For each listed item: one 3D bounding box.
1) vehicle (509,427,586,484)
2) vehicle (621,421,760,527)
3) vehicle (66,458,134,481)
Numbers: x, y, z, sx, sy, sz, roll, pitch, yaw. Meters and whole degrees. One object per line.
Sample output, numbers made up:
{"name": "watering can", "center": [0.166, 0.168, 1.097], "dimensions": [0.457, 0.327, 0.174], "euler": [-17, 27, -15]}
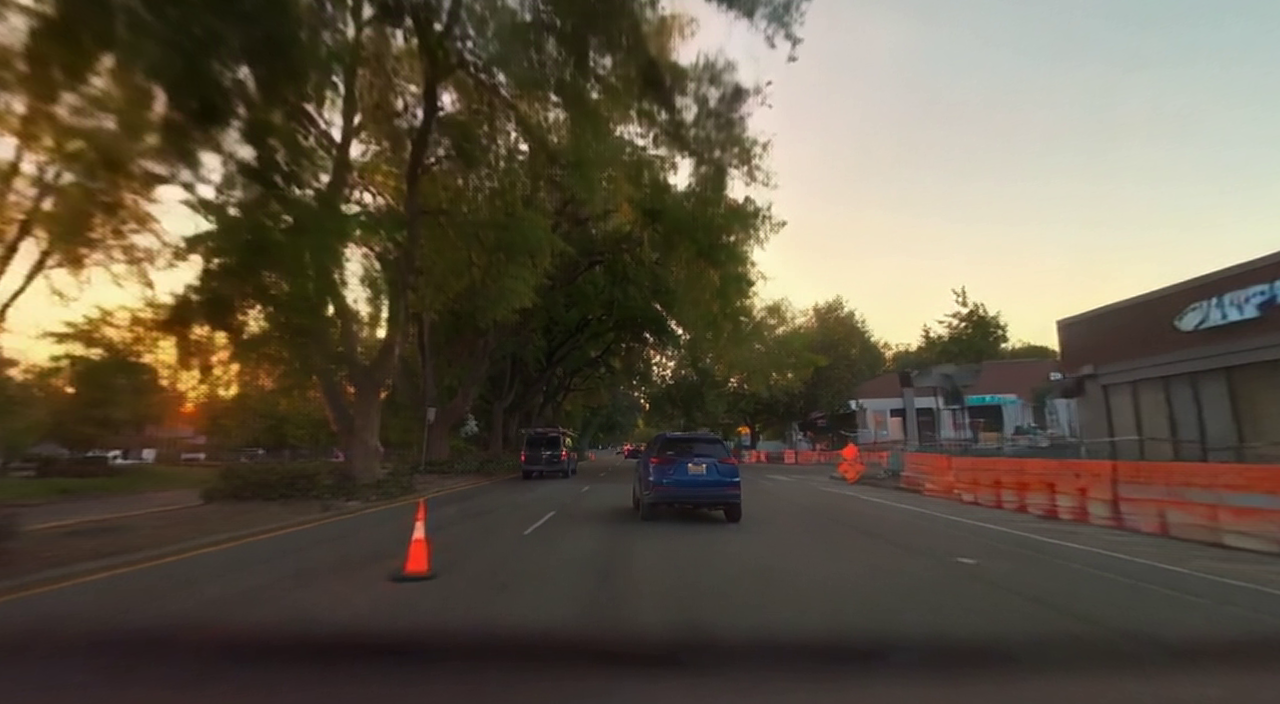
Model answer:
{"name": "vehicle", "center": [-3.588, 4.186, 25.780], "dimensions": [2.357, 2.063, 5.488], "euler": [0, -8, 0]}
{"name": "vehicle", "center": [0.769, 2.327, 12.572], "dimensions": [2.168, 1.725, 4.192], "euler": [0, -9, -4]}
{"name": "vehicle", "center": [-38.343, 8.329, 45.004], "dimensions": [1.821, 1.463, 4.434], "euler": [2, -9, -15]}
